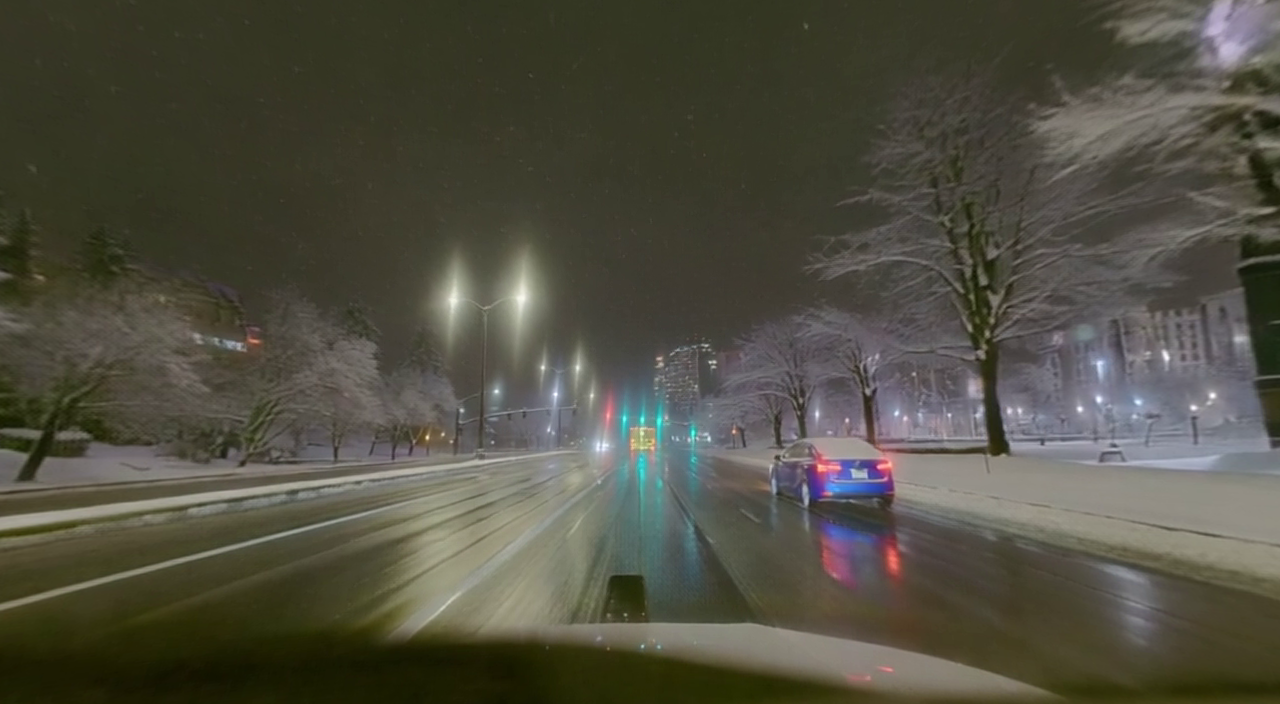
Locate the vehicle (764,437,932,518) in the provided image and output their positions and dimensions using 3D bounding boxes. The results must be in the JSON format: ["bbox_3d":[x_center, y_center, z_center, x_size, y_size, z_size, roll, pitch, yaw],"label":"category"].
[{"bbox_3d":[4.246,2.628,13.831,2.005,1.442,4.675,0,-8,-1],"label":"vehicle"}]
